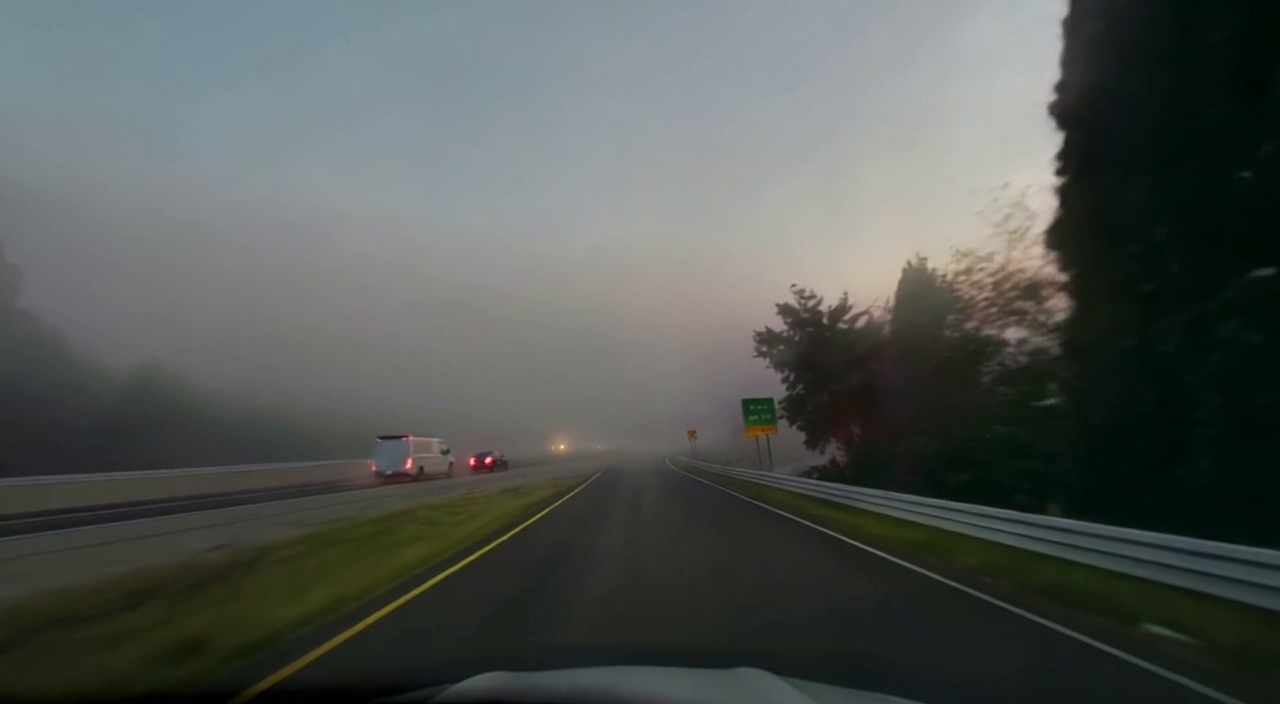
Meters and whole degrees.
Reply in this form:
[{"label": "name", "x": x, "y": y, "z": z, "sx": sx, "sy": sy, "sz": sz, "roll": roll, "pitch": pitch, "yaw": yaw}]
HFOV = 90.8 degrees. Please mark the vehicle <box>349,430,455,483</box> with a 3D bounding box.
[{"label": "vehicle", "x": -13.428, "y": 6.007, "z": 36.459, "sx": 2.344, "sy": 2.702, "sz": 7.709, "roll": -1, "pitch": -9, "yaw": 6}]
